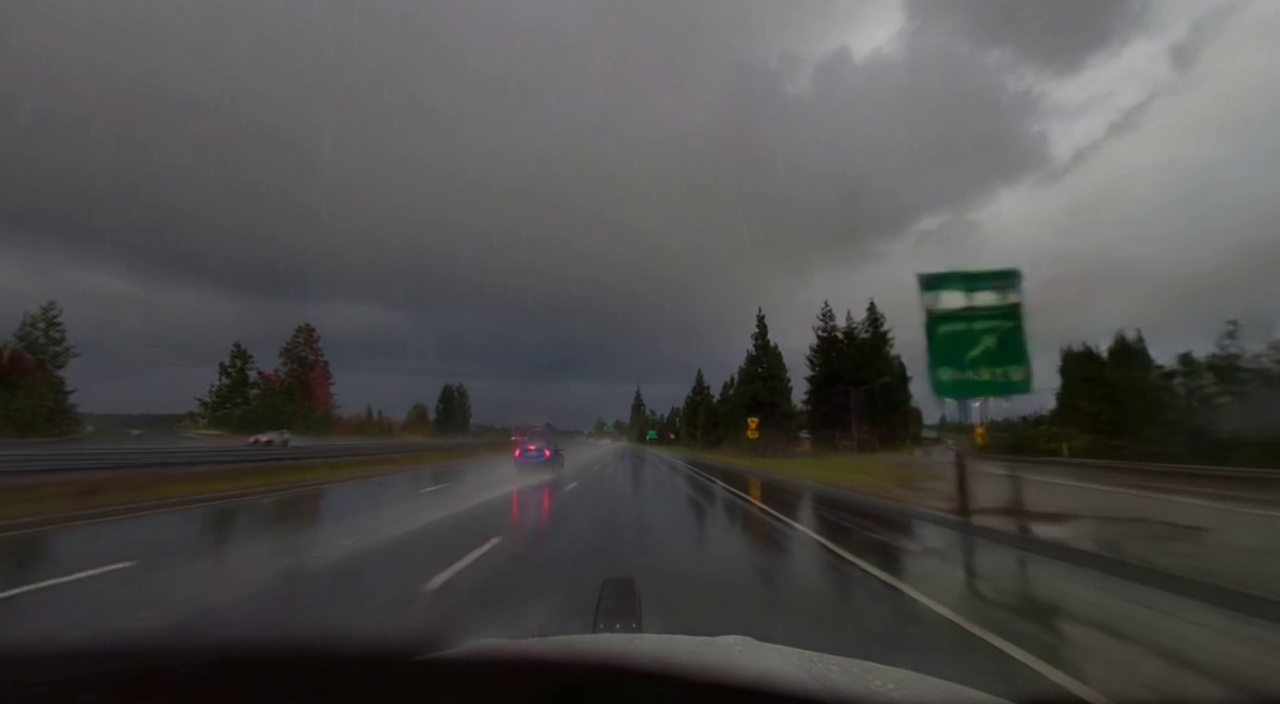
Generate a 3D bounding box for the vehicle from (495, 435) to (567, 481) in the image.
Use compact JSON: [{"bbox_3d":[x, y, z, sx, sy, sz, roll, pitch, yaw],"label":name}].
[{"bbox_3d":[-4.020,3.936,23.804,2.008,1.567,3.959,0,-8,0],"label":"vehicle"}]
